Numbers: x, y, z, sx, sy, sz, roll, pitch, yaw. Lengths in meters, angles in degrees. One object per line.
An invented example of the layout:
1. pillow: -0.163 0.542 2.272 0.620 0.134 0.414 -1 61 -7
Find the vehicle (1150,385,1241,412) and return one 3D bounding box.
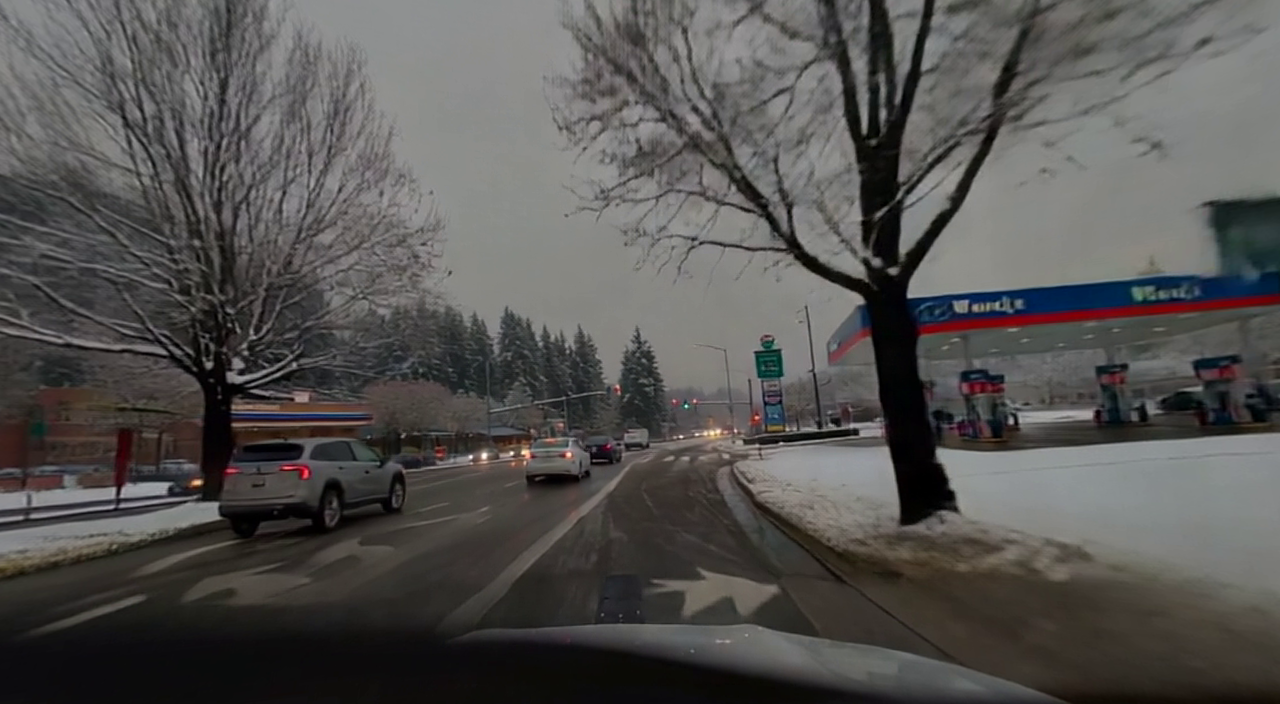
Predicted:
1. vehicle: 37.762 3.236 42.955 1.816 1.452 4.698 -7 -7 0

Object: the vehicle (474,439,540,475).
1. vehicle: -5.904 4.722 28.542 1.875 1.479 4.558 -1 -8 2

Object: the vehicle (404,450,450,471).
1. vehicle: -15.907 8.128 47.197 1.870 1.458 4.143 -1 -8 2

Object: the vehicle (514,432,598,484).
1. vehicle: -2.694 3.526 21.211 2.060 1.580 3.980 -1 -8 4

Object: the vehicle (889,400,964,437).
1. vehicle: 18.921 4.506 41.976 2.322 2.152 5.668 -2 -8 0

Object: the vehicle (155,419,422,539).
1. vehicle: -6.146 2.266 11.893 2.102 1.774 4.662 -1 -8 4

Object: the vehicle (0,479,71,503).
1. vehicle: -44.026 9.980 45.212 4.384 1.490 2.031 -1 -10 2
